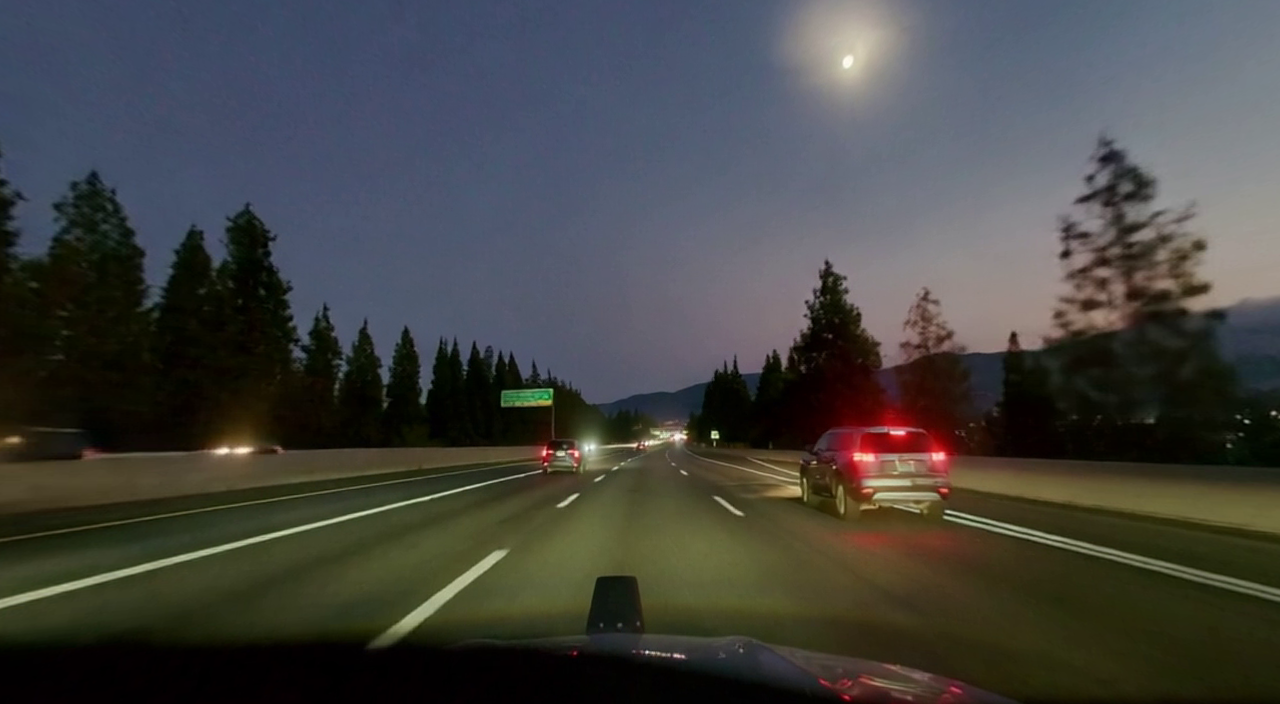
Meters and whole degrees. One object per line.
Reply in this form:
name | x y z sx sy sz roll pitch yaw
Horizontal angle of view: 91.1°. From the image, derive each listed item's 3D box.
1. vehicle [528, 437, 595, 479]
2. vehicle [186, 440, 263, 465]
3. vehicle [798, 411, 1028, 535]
vehicle | -3.189 4.398 26.390 2.166 1.608 4.297 0 -8 2
vehicle | -27.710 6.717 42.070 1.883 1.586 4.599 -1 -8 2
vehicle | 4.577 2.102 11.506 2.149 1.796 4.487 0 -8 0
